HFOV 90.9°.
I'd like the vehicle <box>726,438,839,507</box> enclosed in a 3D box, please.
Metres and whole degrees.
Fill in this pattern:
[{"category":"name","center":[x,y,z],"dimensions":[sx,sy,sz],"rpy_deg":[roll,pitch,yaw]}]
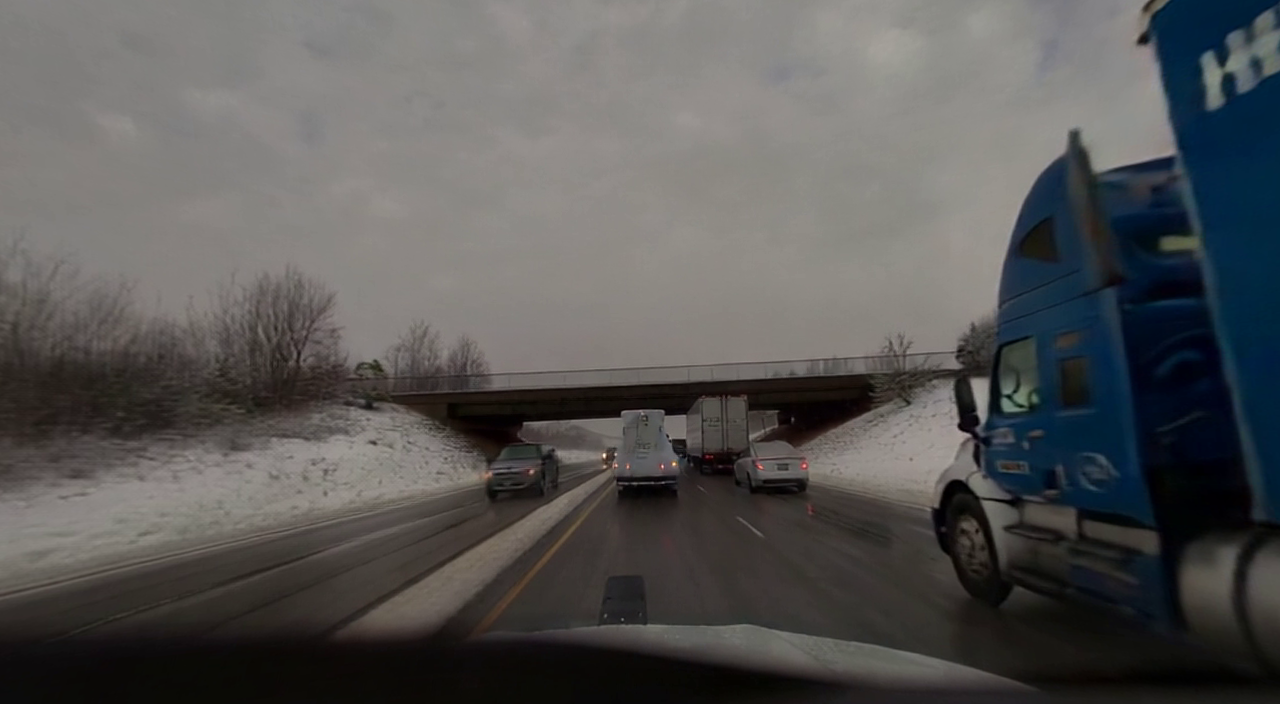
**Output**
[{"category":"vehicle","center":[3.449,2.999,16.071],"dimensions":[1.972,1.505,3.946],"rpy_deg":[-1,-9,0]}]

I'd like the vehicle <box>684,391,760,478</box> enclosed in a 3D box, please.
[{"category":"vehicle","center":[4.015,4.296,32.310],"dimensions":[2.948,3.974,6.480],"rpy_deg":[-1,-9,0]}]

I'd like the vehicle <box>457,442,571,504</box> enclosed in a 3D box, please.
[{"category":"vehicle","center":[-3.318,3.302,17.586],"dimensions":[2.091,1.489,4.397],"rpy_deg":[-1,-9,3]}]

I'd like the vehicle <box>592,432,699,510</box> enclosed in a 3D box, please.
[{"category":"vehicle","center":[0.168,2.853,15.504],"dimensions":[2.256,1.615,4.114],"rpy_deg":[-1,-9,2]}]
